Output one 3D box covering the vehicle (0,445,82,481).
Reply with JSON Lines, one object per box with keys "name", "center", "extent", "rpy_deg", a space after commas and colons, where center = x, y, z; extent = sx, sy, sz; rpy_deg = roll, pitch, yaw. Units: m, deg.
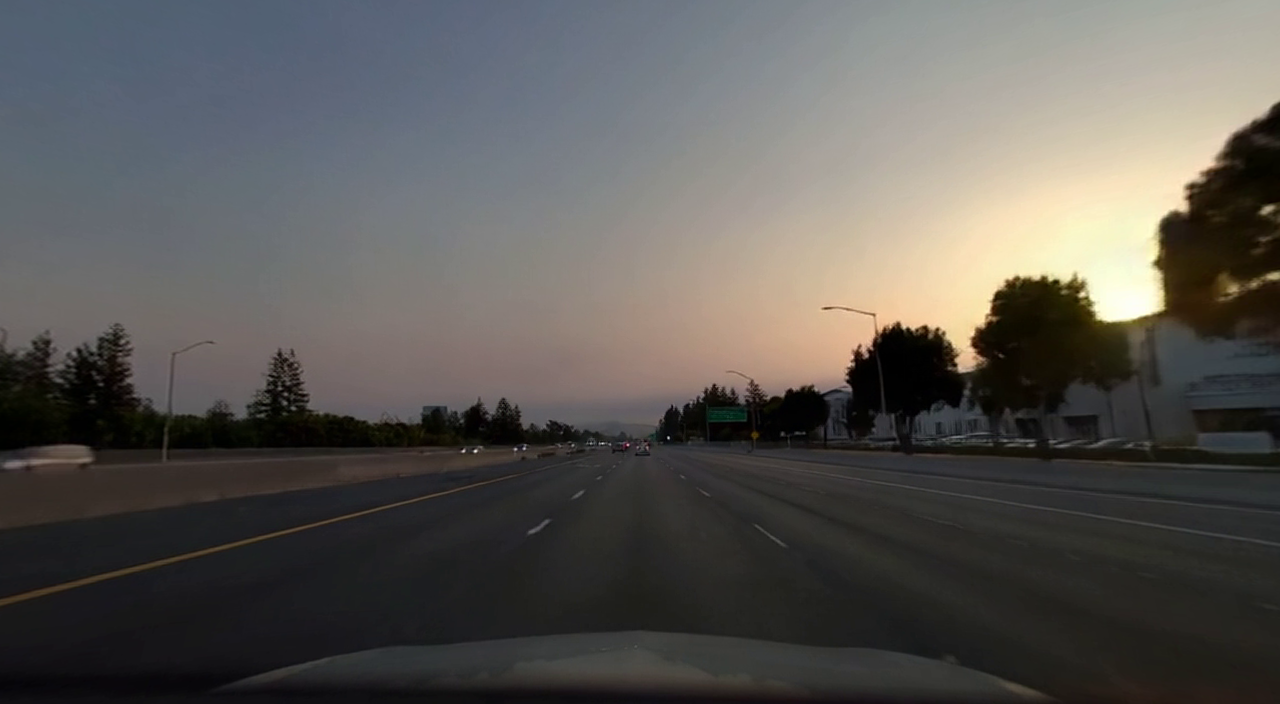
{"name": "vehicle", "center": [-32.967, 5.839, 33.433], "extent": [2.051, 1.778, 4.839], "rpy_deg": [0, -9, 2]}
